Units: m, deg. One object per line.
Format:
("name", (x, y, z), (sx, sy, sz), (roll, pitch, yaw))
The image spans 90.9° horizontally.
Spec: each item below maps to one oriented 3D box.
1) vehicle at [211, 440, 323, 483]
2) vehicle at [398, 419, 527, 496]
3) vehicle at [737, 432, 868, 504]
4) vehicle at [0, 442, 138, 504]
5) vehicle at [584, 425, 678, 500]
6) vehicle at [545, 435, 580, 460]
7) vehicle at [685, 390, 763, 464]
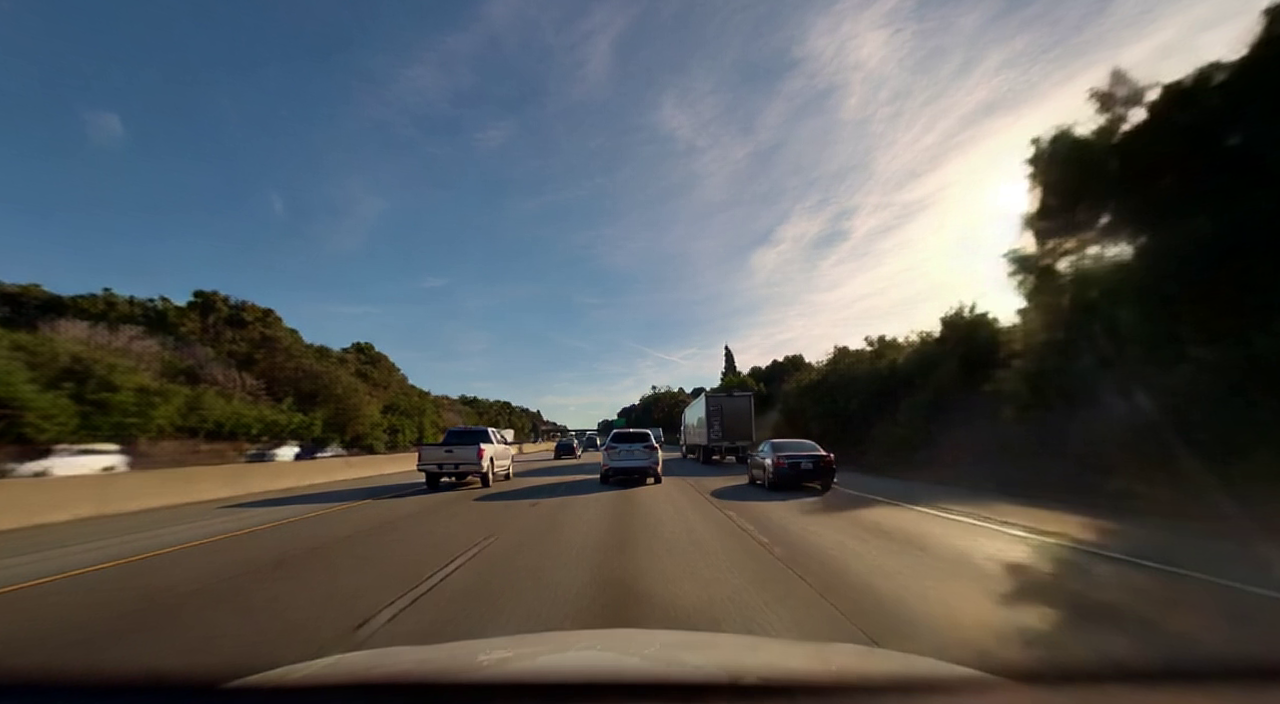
("vehicle", (-13.129, 3.836, 22.462), (1.767, 1.376, 3.667), (0, -8, 0))
("vehicle", (-4.540, 2.785, 17.026), (2.101, 1.767, 4.702), (0, -8, 0))
("vehicle", (3.671, 2.675, 15.045), (1.951, 1.477, 3.963), (0, -8, -2))
("vehicle", (-17.035, 3.384, 18.123), (1.813, 1.519, 4.115), (0, -8, -2))
("vehicle", (-0.225, 2.719, 15.946), (2.083, 1.647, 3.799), (0, -8, -1))
("vehicle", (-5.450, 6.769, 44.859), (1.971, 1.648, 3.983), (0, -8, 0))
("vehicle", (5.189, 5.154, 42.294), (2.888, 4.135, 14.071), (0, -8, -2))
